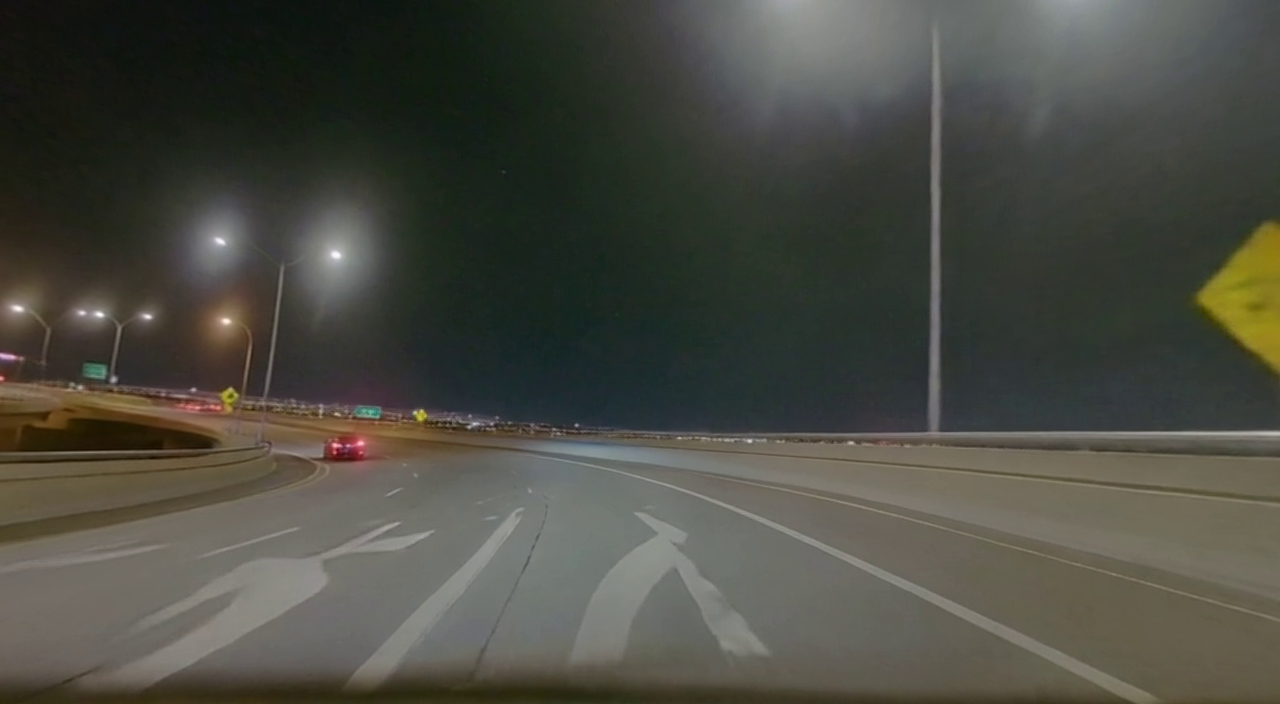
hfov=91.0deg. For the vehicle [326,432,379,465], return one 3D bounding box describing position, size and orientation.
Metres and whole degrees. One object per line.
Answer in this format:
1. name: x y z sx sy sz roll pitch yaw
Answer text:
1. vehicle: -15.391 5.126 33.558 2.234 1.588 4.484 5 -9 -27
